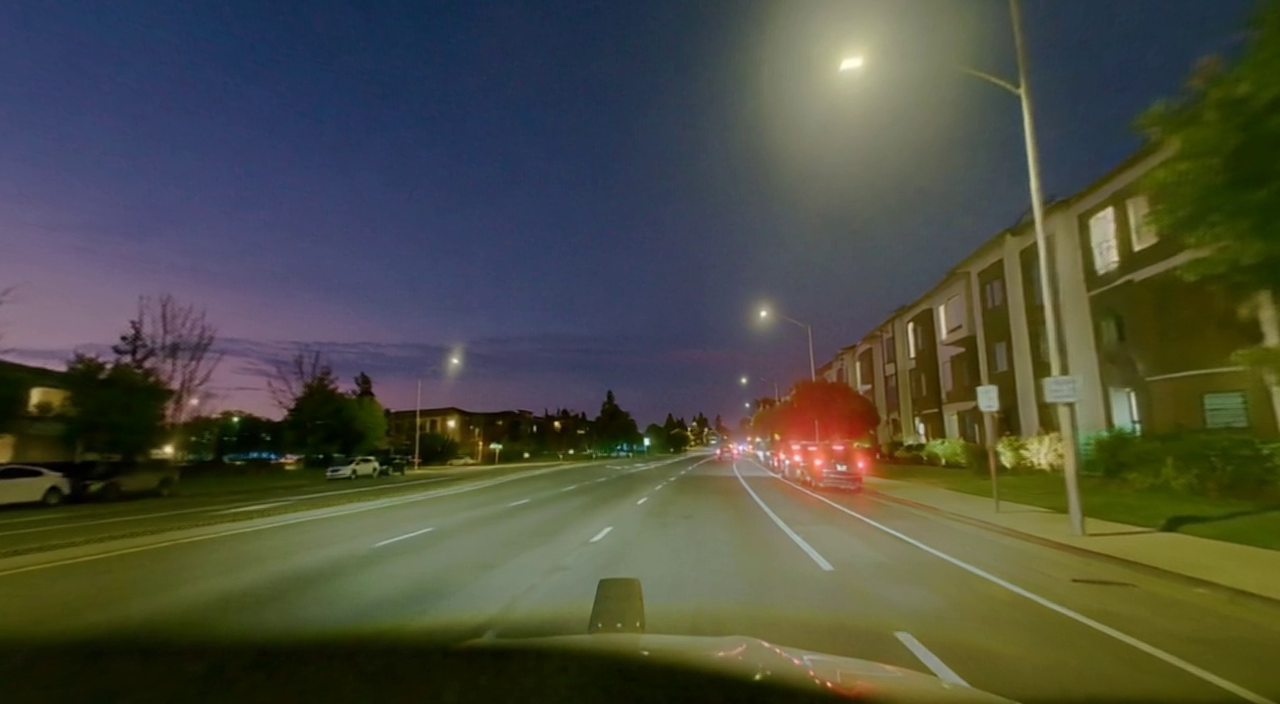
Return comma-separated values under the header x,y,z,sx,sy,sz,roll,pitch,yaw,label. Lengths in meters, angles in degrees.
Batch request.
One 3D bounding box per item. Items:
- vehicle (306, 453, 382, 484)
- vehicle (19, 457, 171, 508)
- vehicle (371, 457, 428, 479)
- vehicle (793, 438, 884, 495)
x,y,z,sx,sy,sz,roll,pitch,yaw,label
-19.338,7.615,41.469,2.060,1.814,5.097,-1,-9,7,vehicle
-21.477,5.107,25.117,1.886,1.777,4.273,-1,-9,7,vehicle
-18.125,8.752,47.757,1.909,1.451,4.757,-2,-9,9,vehicle
6.317,3.667,20.535,2.011,1.649,4.001,-1,-9,6,vehicle
